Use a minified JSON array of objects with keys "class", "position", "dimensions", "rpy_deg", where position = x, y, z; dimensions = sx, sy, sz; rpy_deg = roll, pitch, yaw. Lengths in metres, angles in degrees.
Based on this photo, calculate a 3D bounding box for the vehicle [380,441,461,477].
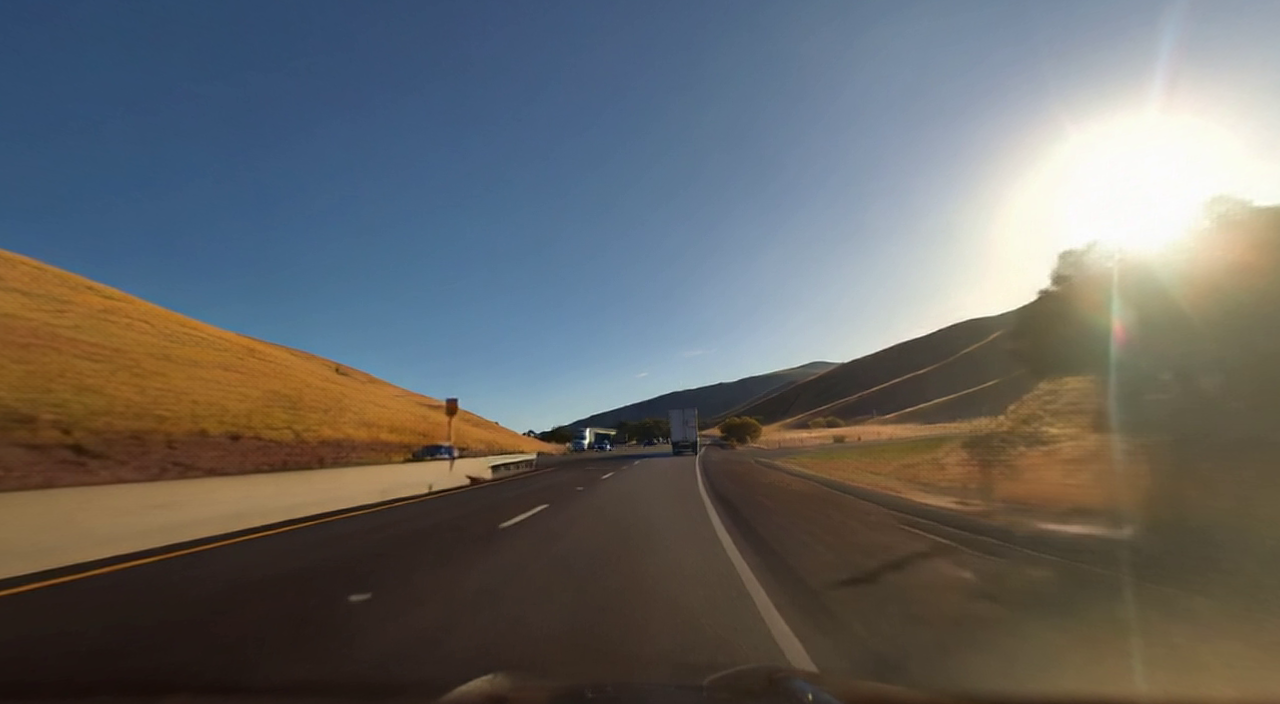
[{"class":"vehicle","position":[-9.965,4.887,28.968],"dimensions":[1.994,1.486,4.395],"rpy_deg":[-1,-8,2]}]
